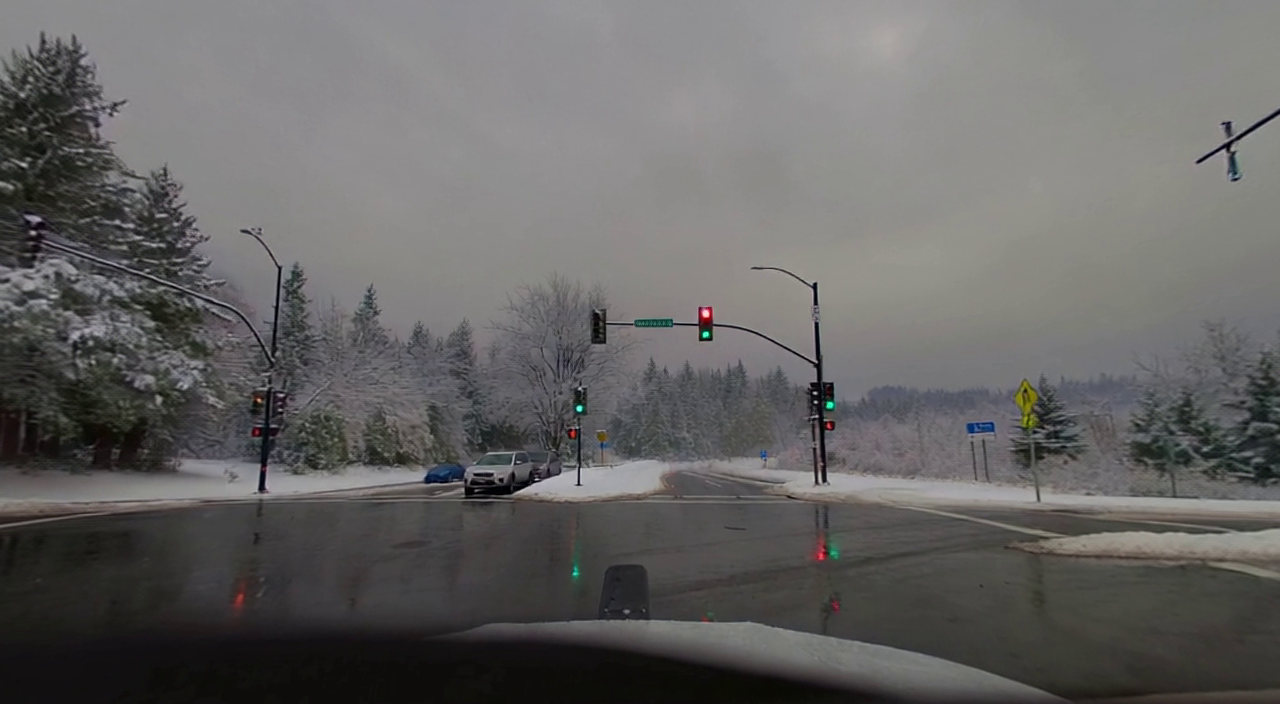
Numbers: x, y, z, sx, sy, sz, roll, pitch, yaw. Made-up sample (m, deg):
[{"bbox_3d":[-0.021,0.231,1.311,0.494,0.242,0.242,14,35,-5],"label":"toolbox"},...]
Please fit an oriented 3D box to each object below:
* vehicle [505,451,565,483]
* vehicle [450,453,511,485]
[{"bbox_3d":[-5.243,5.804,32.156,2.107,1.456,4.728,0,-8,2],"label":"vehicle"},{"bbox_3d":[-8.041,5.913,32.178,1.960,1.433,4.213,0,-8,1],"label":"vehicle"}]
